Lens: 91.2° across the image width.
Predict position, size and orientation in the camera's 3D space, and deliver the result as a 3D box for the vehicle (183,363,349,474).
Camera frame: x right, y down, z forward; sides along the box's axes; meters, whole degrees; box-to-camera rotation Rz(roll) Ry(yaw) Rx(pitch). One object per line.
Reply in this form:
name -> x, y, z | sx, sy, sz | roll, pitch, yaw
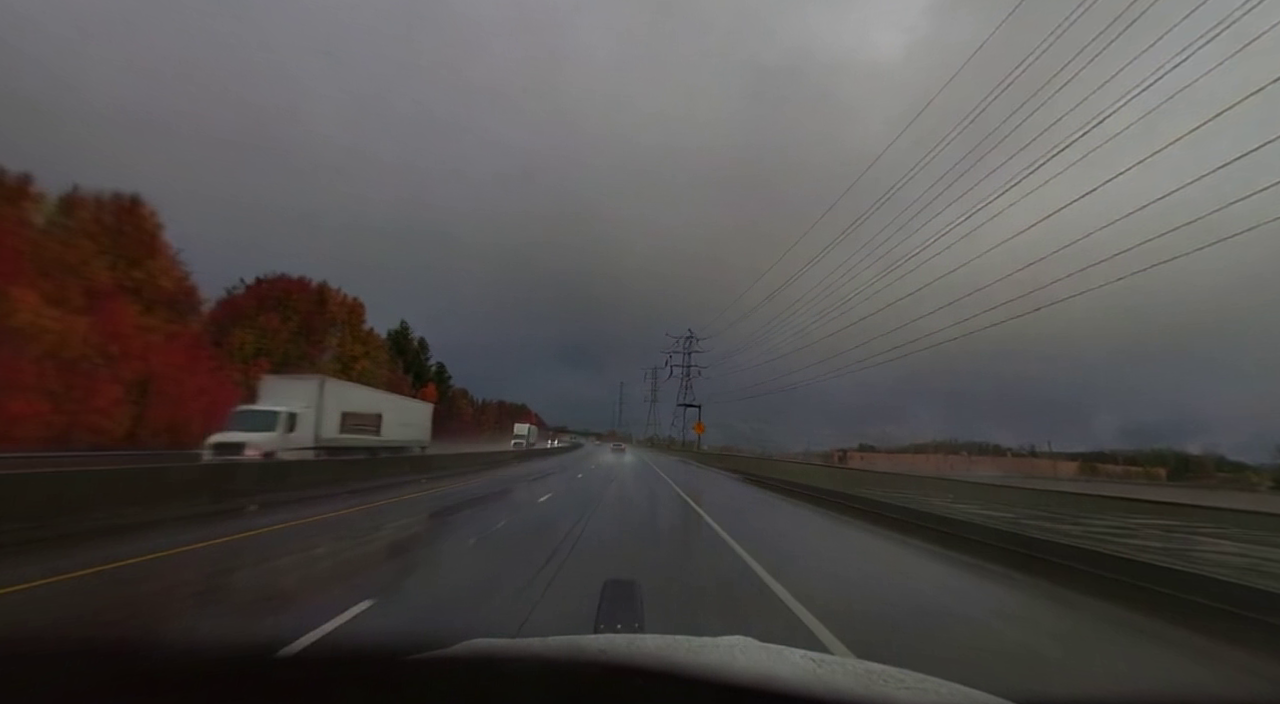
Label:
vehicle -> -15.385, 2.932, 26.499 | 3.088, 4.148, 6.103 | 0, -9, -1
